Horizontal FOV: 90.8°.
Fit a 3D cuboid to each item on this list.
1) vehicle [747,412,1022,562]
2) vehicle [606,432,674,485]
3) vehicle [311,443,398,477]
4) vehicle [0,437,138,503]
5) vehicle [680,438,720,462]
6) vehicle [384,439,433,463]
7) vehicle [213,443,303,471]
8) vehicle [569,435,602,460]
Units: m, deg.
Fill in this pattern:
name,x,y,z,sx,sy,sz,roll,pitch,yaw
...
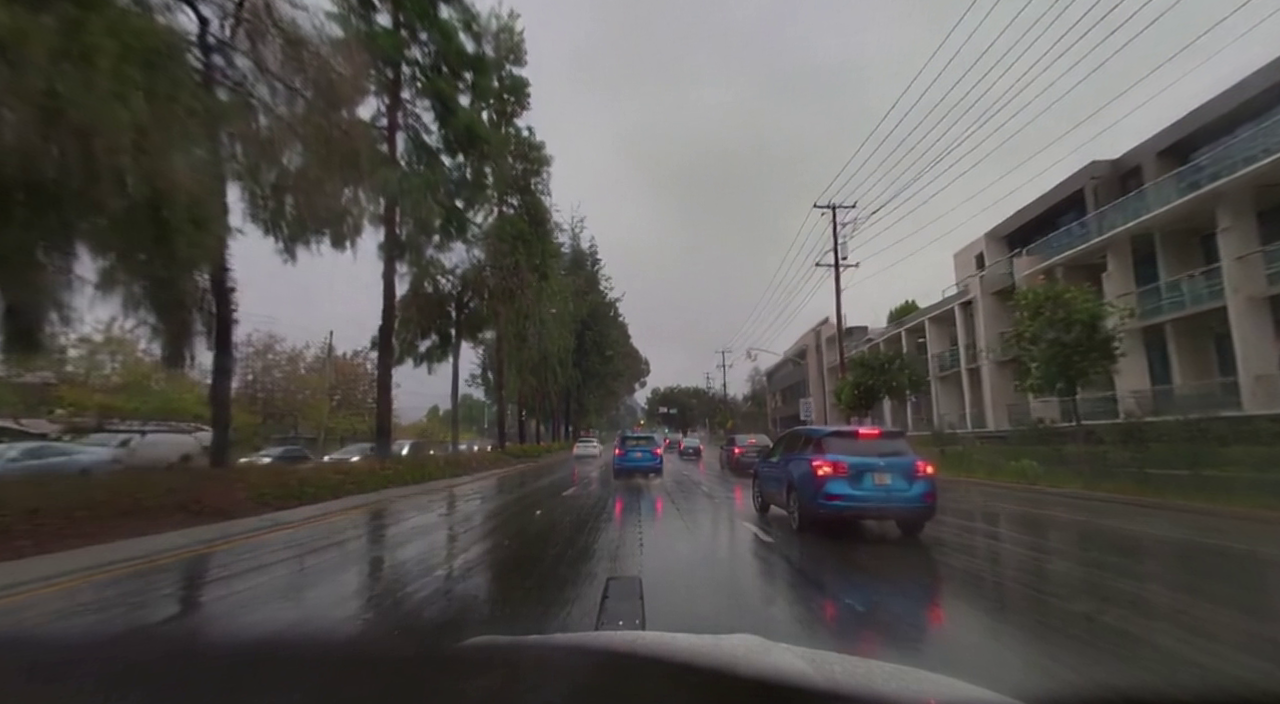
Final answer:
name,x,y,z,sx,sy,sz,roll,pitch,yaw
vehicle,3.149,1.863,9.496,2.123,1.657,4.719,0,-9,-2
vehicle,-0.018,3.560,21.393,2.073,1.606,3.933,0,-9,0
vehicle,-13.244,5.035,29.653,1.932,1.455,4.485,-1,-9,0
vehicle,-16.831,3.218,17.592,1.944,1.624,4.561,0,-9,0
vehicle,3.760,6.263,40.425,2.054,1.461,4.321,0,-9,-1
vehicle,-17.026,7.339,46.780,1.905,1.634,4.617,0,-9,-1
vehicle,-22.712,6.249,37.870,2.154,1.568,5.081,-1,-9,1
vehicle,-4.137,7.356,48.660,2.104,1.773,4.338,0,-9,0
